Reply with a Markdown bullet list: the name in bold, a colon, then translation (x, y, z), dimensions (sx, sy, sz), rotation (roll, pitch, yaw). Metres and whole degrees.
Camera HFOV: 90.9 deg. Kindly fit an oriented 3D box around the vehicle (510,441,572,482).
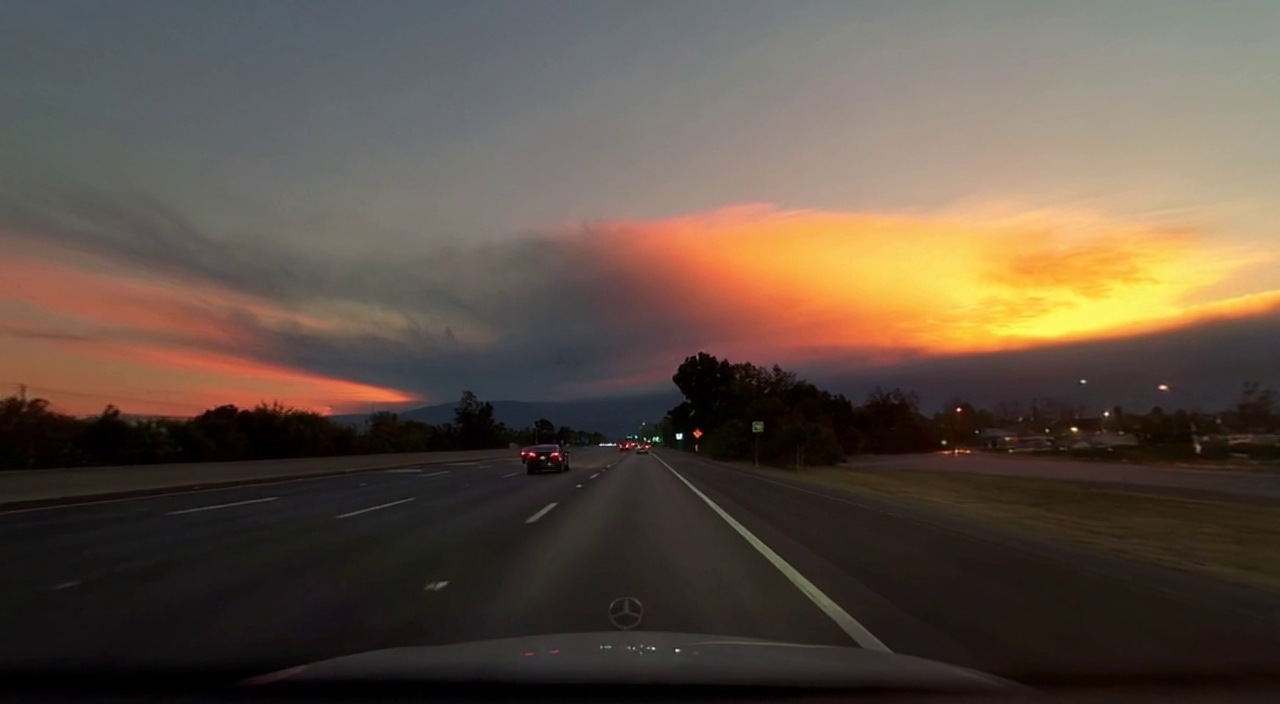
- **vehicle**: translation (-3.874, 4.319, 25.220), dimensions (1.786, 1.488, 4.023), rotation (0, -8, 1)
